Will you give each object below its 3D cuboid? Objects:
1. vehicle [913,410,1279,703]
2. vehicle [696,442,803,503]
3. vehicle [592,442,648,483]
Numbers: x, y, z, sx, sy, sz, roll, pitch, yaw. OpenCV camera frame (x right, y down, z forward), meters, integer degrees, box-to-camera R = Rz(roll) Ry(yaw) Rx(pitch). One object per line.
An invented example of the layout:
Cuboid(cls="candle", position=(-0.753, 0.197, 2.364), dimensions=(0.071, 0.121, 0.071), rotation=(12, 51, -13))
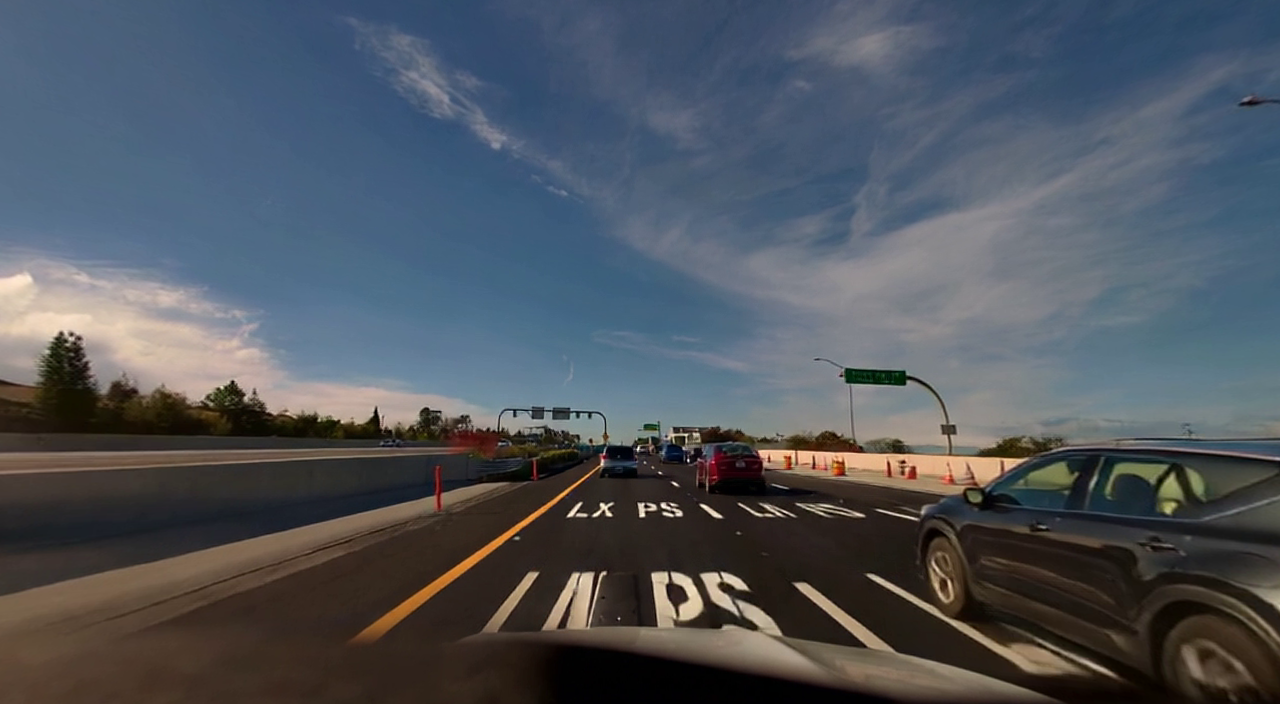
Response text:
Cuboid(cls="vehicle", position=(3.233, 1.041, 2.906), dimensions=(1.996, 1.455, 4.281), rotation=(0, -9, -1))
Cuboid(cls="vehicle", position=(2.831, 3.232, 17.449), dimensions=(2.042, 1.460, 4.451), rotation=(0, -9, -2))
Cuboid(cls="vehicle", position=(-0.773, 4.399, 25.426), dimensions=(2.069, 1.470, 4.004), rotation=(0, -9, -1))
